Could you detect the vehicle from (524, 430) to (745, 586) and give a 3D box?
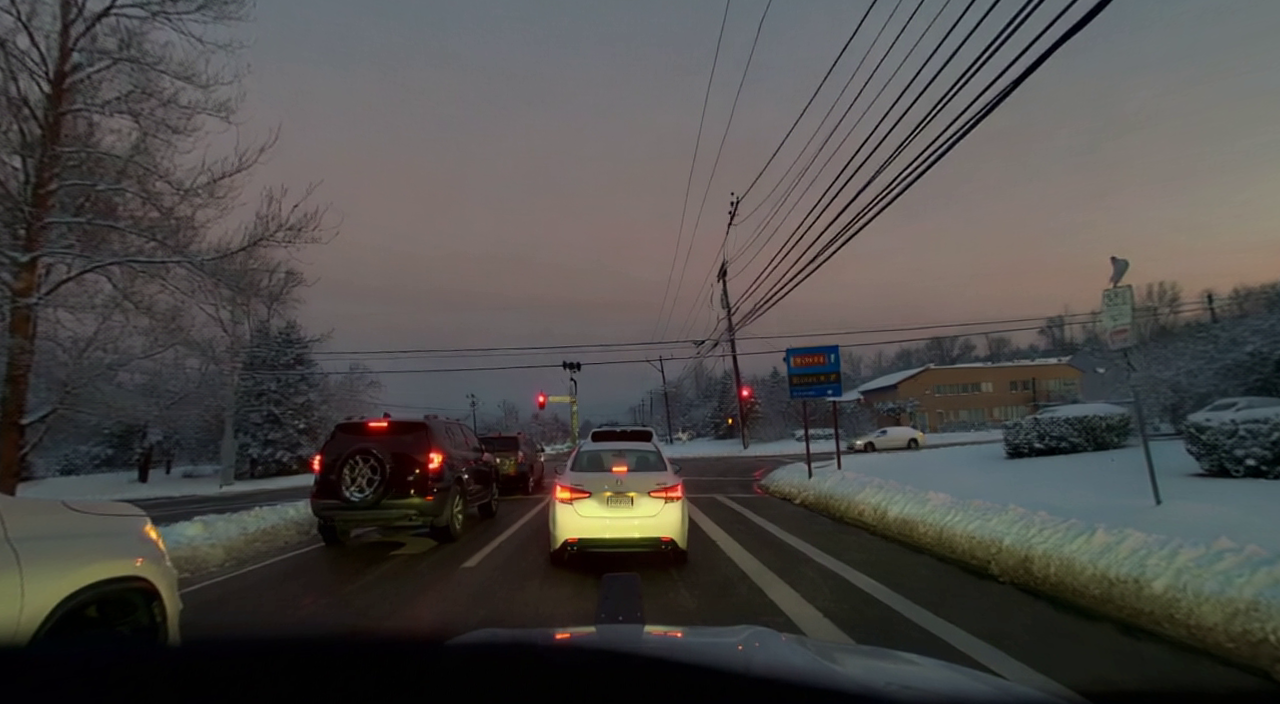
[{"bbox_3d":[-0.100,1.802,8.140,2.121,1.474,3.968,0,-8,-2],"label":"vehicle"}]

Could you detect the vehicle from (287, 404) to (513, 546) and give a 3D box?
[{"bbox_3d":[-3.851,2.088,11.370,2.147,1.963,4.927,0,-8,0],"label":"vehicle"}]

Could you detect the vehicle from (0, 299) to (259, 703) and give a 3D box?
[{"bbox_3d":[-3.592,0.629,1.528,2.085,1.943,5.053,0,-8,1],"label":"vehicle"}]

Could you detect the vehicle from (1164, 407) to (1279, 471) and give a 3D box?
[{"bbox_3d":[17.026,2.542,18.290,1.858,1.622,4.491,-5,-10,28],"label":"vehicle"}]

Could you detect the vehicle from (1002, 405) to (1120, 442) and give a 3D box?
[{"bbox_3d":[26.844,4.638,40.509,5.782,2.286,2.223,-1,-9,4],"label":"vehicle"}]
